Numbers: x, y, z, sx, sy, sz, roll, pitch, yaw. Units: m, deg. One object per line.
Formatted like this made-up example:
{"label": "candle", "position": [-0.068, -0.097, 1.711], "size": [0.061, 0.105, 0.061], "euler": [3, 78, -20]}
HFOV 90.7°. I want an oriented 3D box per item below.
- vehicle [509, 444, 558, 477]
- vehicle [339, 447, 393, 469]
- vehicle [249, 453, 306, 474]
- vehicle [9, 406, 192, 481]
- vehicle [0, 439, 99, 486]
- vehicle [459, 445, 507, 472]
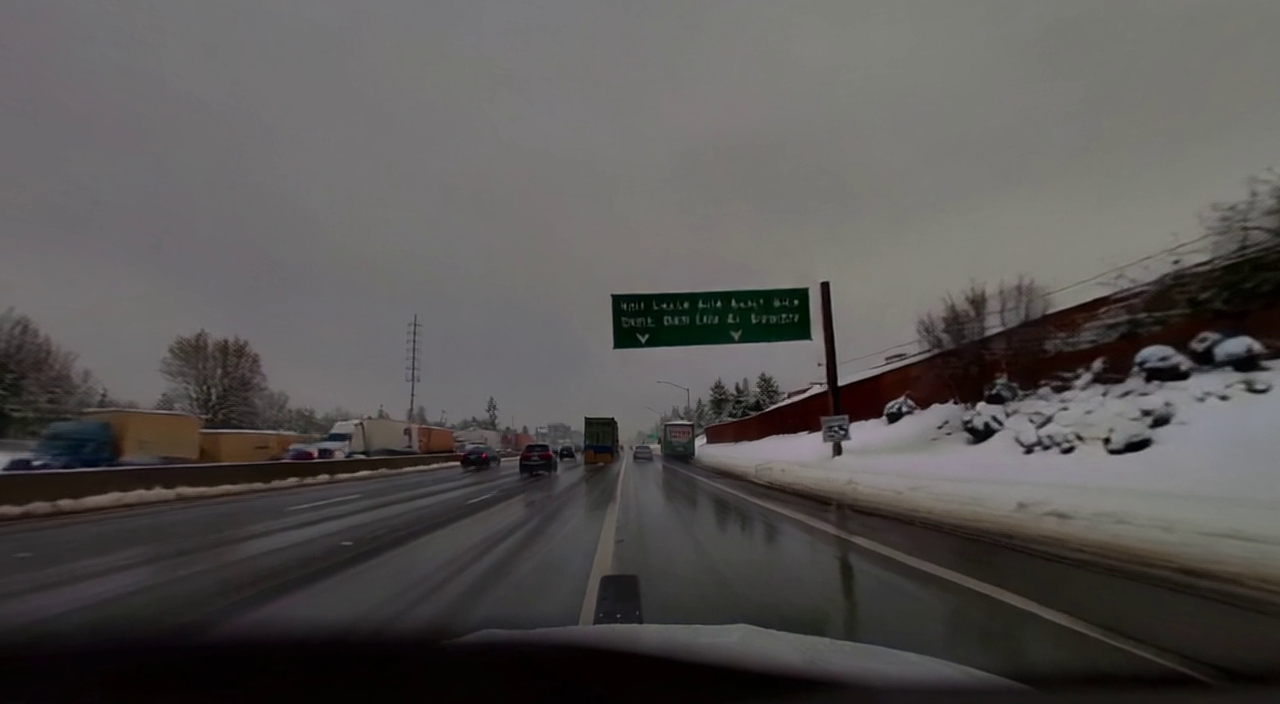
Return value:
{"label": "vehicle", "position": [-5.748, 5.877, 34.592], "size": [2.132, 1.679, 4.045], "euler": [0, -9, -3]}
{"label": "vehicle", "position": [-19.285, 7.478, 44.719], "size": [1.928, 1.475, 4.536], "euler": [0, -9, -2]}
{"label": "vehicle", "position": [-26.745, 8.213, 46.804], "size": [1.926, 1.418, 3.924], "euler": [0, -9, -1]}
{"label": "vehicle", "position": [-30.566, 5.305, 36.621], "size": [2.966, 3.788, 8.697], "euler": [0, -9, -1]}
{"label": "vehicle", "position": [-26.079, 4.543, 26.189], "size": [2.212, 1.805, 5.949], "euler": [0, -9, -1]}
{"label": "vehicle", "position": [-10.700, 7.260, 43.430], "size": [2.129, 1.717, 4.593], "euler": [0, -9, 0]}
